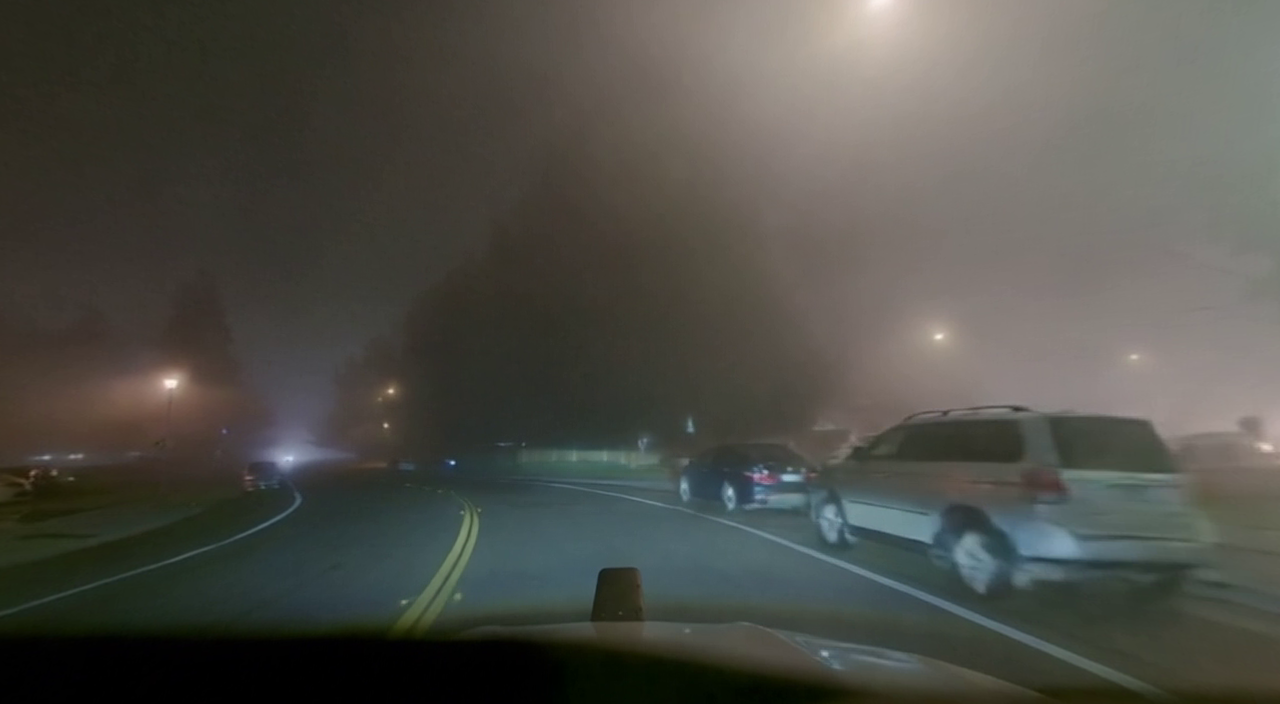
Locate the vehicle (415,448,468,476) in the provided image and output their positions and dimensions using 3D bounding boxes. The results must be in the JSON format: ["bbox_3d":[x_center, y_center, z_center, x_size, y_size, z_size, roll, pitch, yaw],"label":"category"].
[{"bbox_3d":[-14.443,7.870,45.731,2.255,1.863,5.629,5,-10,-31],"label":"vehicle"}]

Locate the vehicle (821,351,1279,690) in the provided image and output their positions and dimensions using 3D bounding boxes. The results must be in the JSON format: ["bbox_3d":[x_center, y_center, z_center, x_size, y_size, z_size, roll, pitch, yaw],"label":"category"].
[{"bbox_3d":[3.795,1.250,5.965,2.289,1.785,4.944,1,-8,-6],"label":"vehicle"}]

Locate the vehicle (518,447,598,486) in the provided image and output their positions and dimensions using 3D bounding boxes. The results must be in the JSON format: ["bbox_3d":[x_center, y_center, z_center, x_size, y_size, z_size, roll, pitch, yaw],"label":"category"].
[{"bbox_3d":[-3.655,4.879,27.433,1.884,1.508,4.713,4,-9,-28],"label":"vehicle"}]

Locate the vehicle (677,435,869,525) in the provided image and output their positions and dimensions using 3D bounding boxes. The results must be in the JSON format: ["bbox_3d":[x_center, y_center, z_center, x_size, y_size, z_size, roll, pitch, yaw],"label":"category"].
[{"bbox_3d":[2.493,2.549,13.304,2.066,1.509,4.579,2,-9,-15],"label":"vehicle"}]

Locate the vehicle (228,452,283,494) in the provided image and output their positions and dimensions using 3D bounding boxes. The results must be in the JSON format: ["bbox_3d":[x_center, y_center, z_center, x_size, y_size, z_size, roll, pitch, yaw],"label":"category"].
[{"bbox_3d":[-19.601,6.092,32.222,2.171,1.838,5.344,2,-9,-32],"label":"vehicle"}]
